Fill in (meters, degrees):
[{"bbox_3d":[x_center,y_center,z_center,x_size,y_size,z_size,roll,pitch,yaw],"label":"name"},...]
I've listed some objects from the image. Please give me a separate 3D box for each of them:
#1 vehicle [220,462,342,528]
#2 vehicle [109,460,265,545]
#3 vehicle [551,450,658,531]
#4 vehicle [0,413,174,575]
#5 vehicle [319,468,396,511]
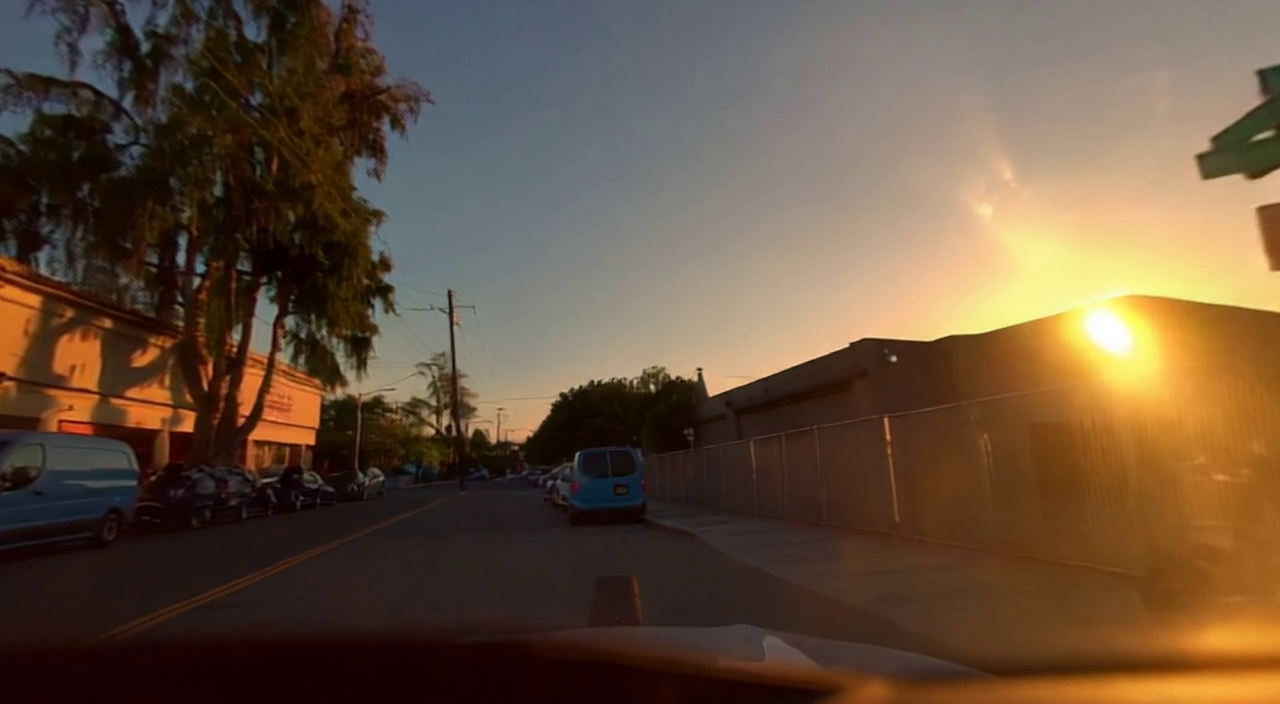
[{"bbox_3d":[-13.224,5.227,23.811,2.304,1.937,5.720,1,-9,-12],"label":"vehicle"},{"bbox_3d":[-12.071,3.952,17.218,1.857,1.908,4.081,2,-9,-12],"label":"vehicle"},{"bbox_3d":[-1.300,4.057,19.407,2.327,2.021,5.850,2,-9,-12],"label":"vehicle"},{"bbox_3d":[-10.955,2.546,11.251,2.435,2.308,4.937,-2,-10,-13],"label":"vehicle"},{"bbox_3d":[-15.322,7.436,34.677,2.504,1.919,5.658,2,-9,-10],"label":"vehicle"}]
